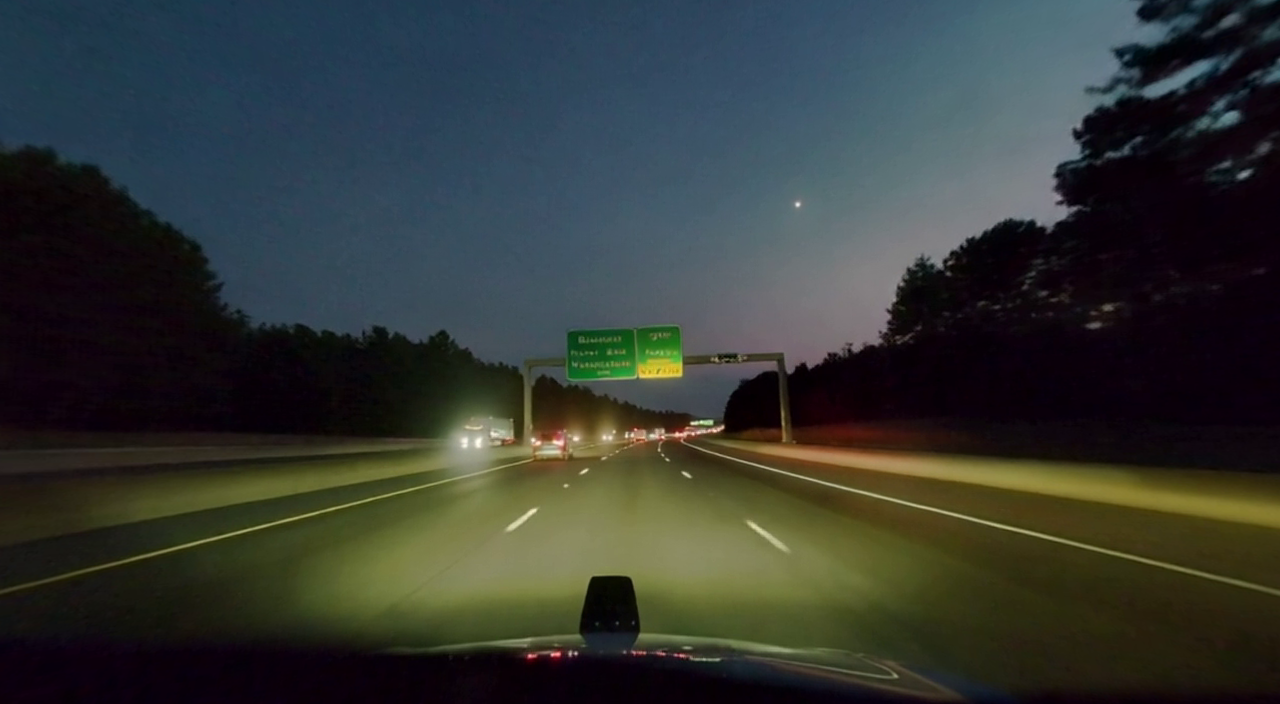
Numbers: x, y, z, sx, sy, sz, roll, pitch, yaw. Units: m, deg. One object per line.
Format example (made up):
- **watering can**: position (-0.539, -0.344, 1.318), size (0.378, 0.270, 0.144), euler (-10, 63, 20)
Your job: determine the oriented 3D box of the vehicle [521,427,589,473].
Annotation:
- **vehicle**: position (-3.236, 3.812, 24.745), size (2.084, 1.654, 4.080), euler (0, -8, 0)
